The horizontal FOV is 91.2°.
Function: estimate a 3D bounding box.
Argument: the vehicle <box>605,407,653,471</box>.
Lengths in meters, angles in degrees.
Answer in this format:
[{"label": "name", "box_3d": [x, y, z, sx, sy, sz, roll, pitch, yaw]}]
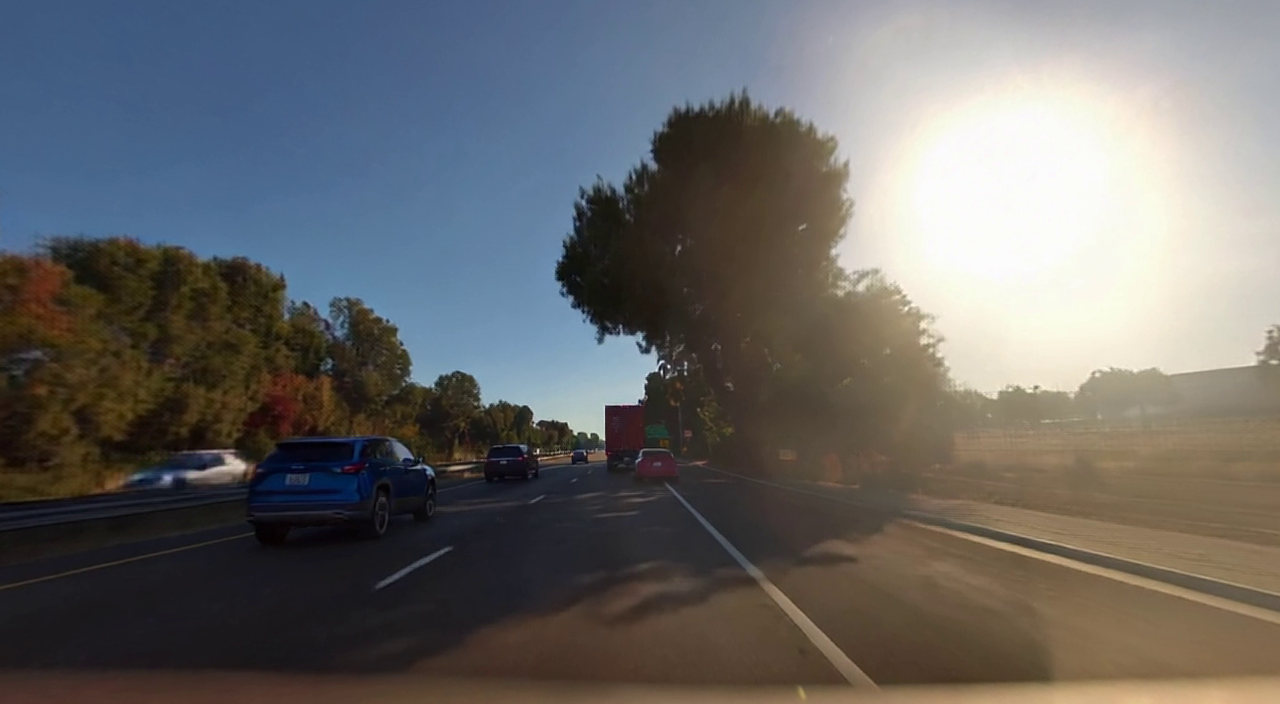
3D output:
[{"label": "vehicle", "box_3d": [-0.954, 6.495, 46.255, 3.113, 4.066, 10.786, 0, -9, -2]}]

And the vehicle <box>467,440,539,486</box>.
[{"label": "vehicle", "box_3d": [-5.401, 4.421, 25.240, 2.035, 1.664, 4.064, 0, -9, -1]}]

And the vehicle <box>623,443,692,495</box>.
[{"label": "vehicle", "box_3d": [0.458, 3.750, 20.426, 2.026, 1.489, 4.045, 0, -9, -1]}]

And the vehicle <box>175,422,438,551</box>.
[{"label": "vehicle", "box_3d": [-5.055, 2.086, 10.342, 2.100, 1.671, 4.105, 0, -9, -1]}]

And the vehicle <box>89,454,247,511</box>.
[{"label": "vehicle", "box_3d": [-13.902, 3.831, 18.780, 1.792, 1.467, 3.809, 0, -9, -2]}]
